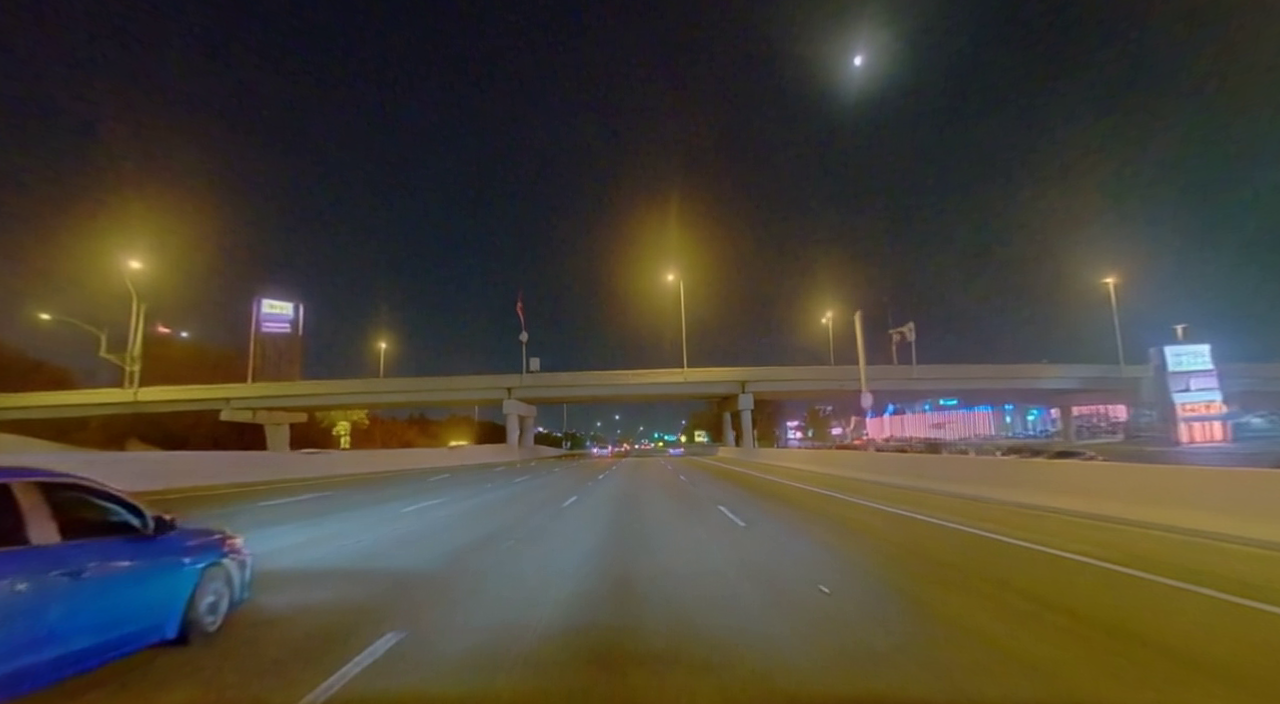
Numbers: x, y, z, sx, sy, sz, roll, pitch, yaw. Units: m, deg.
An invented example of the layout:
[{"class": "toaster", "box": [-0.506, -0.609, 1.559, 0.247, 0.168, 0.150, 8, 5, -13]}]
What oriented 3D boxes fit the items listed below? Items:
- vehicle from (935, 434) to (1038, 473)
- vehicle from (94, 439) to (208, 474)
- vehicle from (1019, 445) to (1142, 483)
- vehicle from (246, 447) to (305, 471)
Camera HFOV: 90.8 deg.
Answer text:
[{"class": "vehicle", "box": [18.455, 5.436, 34.115, 2.128, 1.915, 5.821, 0, -8, -2]}, {"class": "vehicle", "box": [-29.709, 6.334, 38.695, 2.271, 1.986, 5.762, 0, -8, 1]}, {"class": "vehicle", "box": [18.332, 4.643, 26.606, 1.858, 1.432, 4.563, 0, -8, 0]}, {"class": "vehicle", "box": [-22.366, 6.554, 38.917, 1.498, 1.362, 3.409, 0, -8, 1]}]
